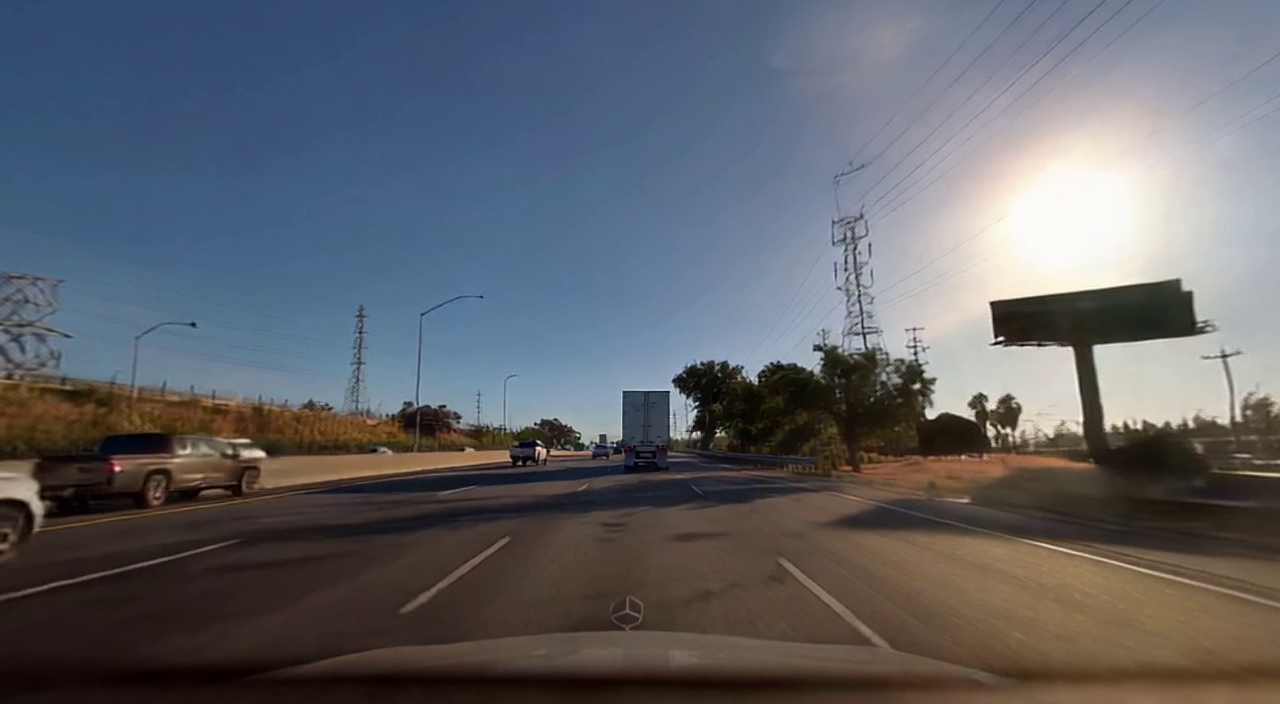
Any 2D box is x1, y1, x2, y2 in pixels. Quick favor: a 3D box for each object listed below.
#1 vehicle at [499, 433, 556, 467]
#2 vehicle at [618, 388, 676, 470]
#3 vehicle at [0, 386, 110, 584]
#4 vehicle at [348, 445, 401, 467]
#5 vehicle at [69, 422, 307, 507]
[{"bbox_3d":[-6.736,5.948,38.450,2.263,1.936,5.802,0,-8,1],"label":"vehicle"},{"bbox_3d":[0.596,4.650,37.047,2.879,4.027,11.243,-1,-8,2],"label":"vehicle"},{"bbox_3d":[-7.143,1.028,4.390,2.197,1.847,5.364,0,-8,0],"label":"vehicle"},{"bbox_3d":[-18.006,7.044,43.000,1.862,1.446,3.826,0,-8,2],"label":"vehicle"},{"bbox_3d":[-11.012,2.779,16.074,2.010,1.766,5.365,0,-8,1],"label":"vehicle"}]
